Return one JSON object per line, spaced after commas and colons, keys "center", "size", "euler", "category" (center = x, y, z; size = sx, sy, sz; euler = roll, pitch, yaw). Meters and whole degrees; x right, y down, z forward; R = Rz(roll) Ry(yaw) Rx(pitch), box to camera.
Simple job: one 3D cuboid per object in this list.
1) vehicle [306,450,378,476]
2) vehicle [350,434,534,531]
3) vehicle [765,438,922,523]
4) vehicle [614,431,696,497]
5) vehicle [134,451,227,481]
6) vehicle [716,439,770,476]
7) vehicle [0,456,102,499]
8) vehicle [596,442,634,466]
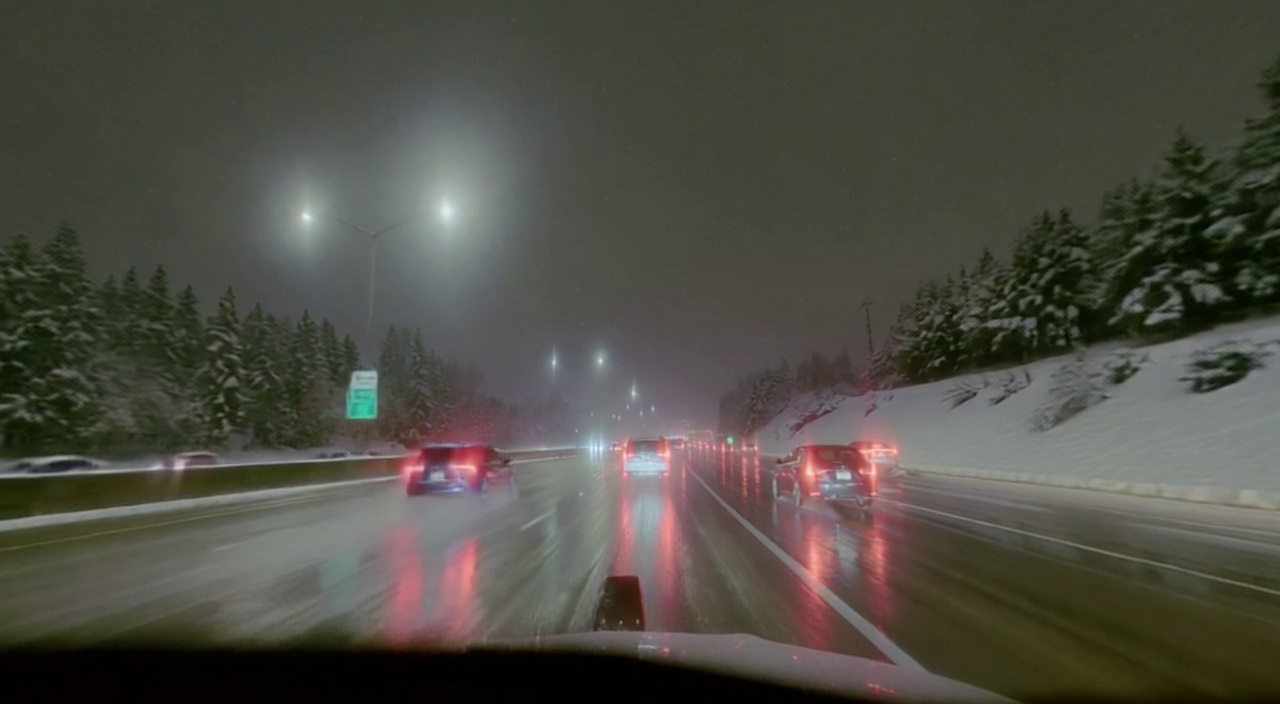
{"center": [-19.592, 7.327, 41.701], "size": [2.204, 1.585, 4.665], "euler": [0, -9, 4], "category": "vehicle"}
{"center": [-3.492, 2.381, 12.078], "size": [2.012, 1.495, 4.169], "euler": [0, -9, 2], "category": "vehicle"}
{"center": [4.157, 2.690, 13.753], "size": [1.999, 1.514, 4.338], "euler": [0, -9, 0], "category": "vehicle"}
{"center": [0.450, 3.301, 18.881], "size": [2.181, 1.728, 3.970], "euler": [0, -9, 1], "category": "vehicle"}
{"center": [-27.407, 6.807, 37.782], "size": [1.866, 1.614, 4.594], "euler": [0, -9, 3], "category": "vehicle"}
{"center": [5.111, 5.291, 31.875], "size": [2.063, 1.710, 4.591], "euler": [0, -9, 2], "category": "vehicle"}
{"center": [-24.774, 5.008, 25.397], "size": [1.831, 1.519, 4.633], "euler": [0, -9, 3], "category": "vehicle"}
{"center": [-1.745, 7.333, 45.520], "size": [2.128, 1.627, 4.697], "euler": [0, -9, 5], "category": "vehicle"}
